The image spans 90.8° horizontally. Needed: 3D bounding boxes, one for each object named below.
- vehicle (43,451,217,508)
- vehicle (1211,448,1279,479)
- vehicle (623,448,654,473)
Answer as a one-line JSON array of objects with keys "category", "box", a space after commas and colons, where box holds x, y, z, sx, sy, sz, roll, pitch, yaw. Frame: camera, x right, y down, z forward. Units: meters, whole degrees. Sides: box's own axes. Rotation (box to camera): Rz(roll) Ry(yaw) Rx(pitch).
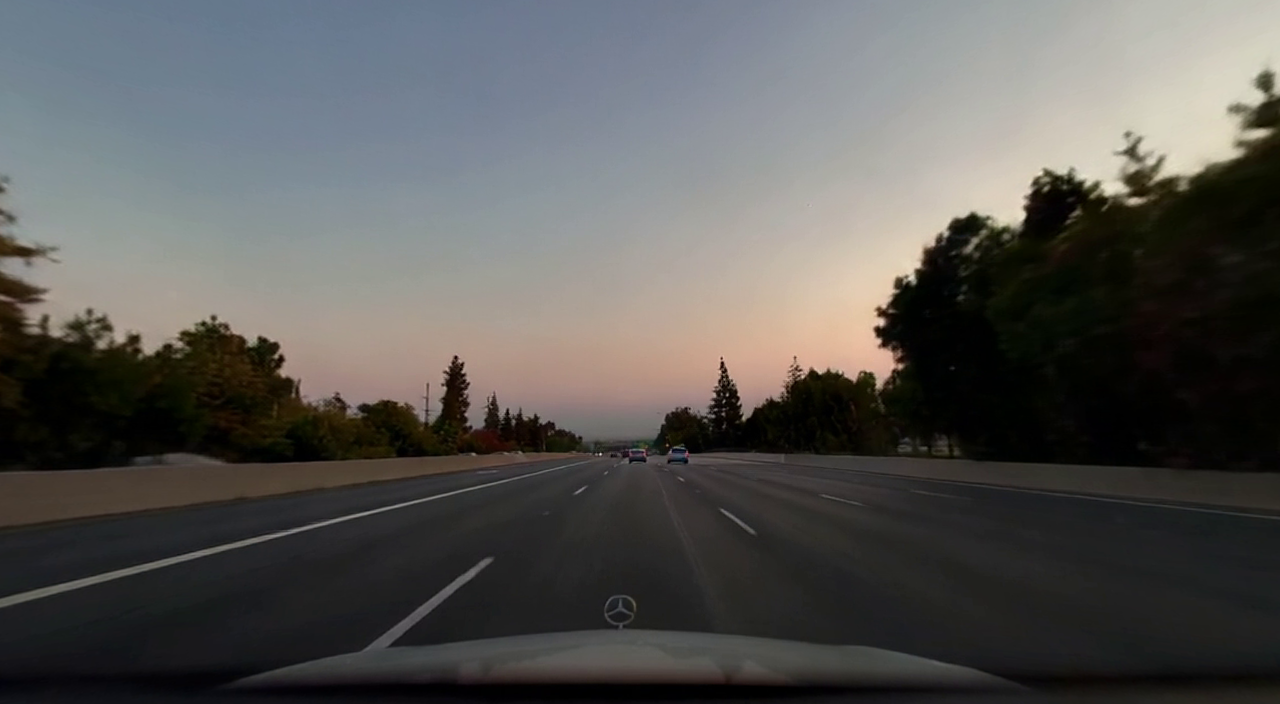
[{"category": "vehicle", "box": [-16.859, 4.184, 21.301, 1.953, 1.596, 4.799, 1, -8, -2]}, {"category": "vehicle", "box": [31.256, 5.452, 31.164, 1.886, 1.450, 4.349, 0, -9, -3]}, {"category": "vehicle", "box": [-0.170, 7.748, 45.521, 2.124, 1.673, 4.545, 0, -9, -2]}]
